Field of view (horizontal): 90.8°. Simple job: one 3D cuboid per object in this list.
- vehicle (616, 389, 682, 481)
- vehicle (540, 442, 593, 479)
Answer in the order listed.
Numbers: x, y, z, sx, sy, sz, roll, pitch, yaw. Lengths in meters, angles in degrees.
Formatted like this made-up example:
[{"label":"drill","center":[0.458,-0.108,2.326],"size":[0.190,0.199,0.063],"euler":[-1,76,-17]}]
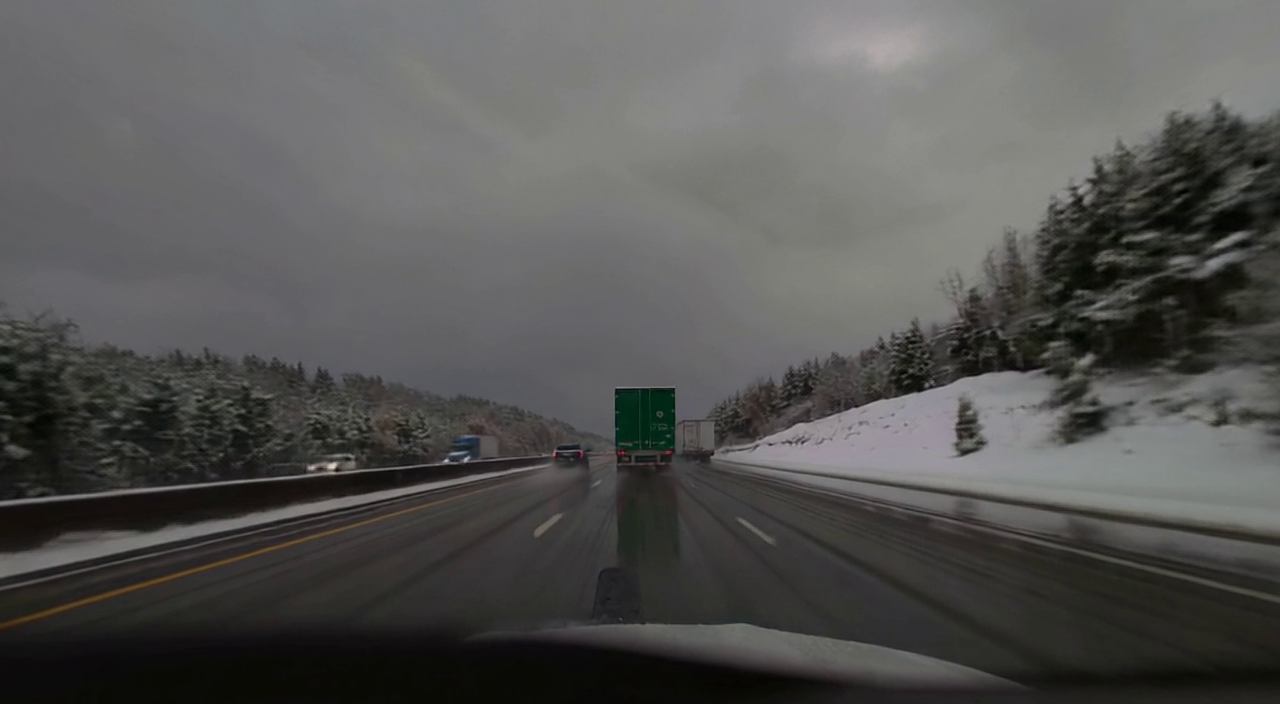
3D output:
[{"label":"vehicle","center":[0.317,4.546,33.741],"size":[2.932,4.042,11.054],"euler":[0,-9,-1]},{"label":"vehicle","center":[-3.571,5.389,31.523],"size":[2.173,1.657,4.401],"euler":[0,-9,-1]}]
